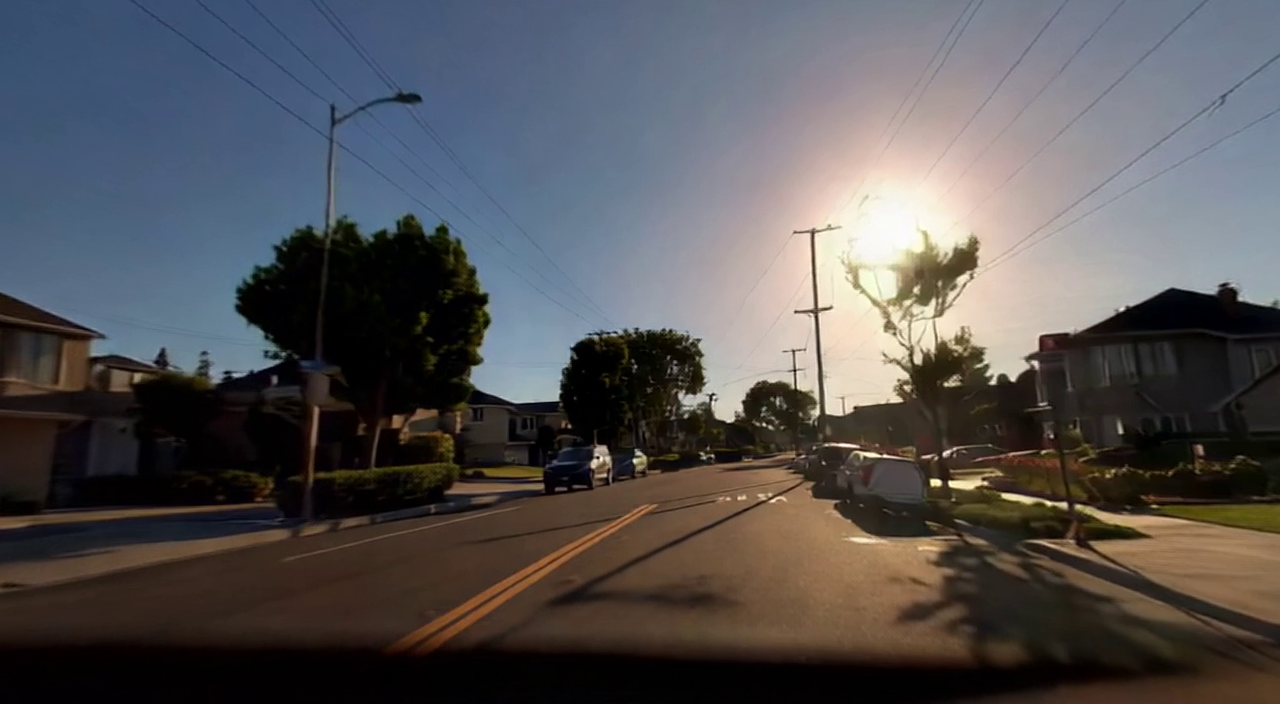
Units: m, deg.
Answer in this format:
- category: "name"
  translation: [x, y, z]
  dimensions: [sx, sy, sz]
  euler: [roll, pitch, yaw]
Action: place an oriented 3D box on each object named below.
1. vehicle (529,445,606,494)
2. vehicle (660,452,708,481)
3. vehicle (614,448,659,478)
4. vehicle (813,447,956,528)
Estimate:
- category: "vehicle"
  translation: [-2.909, 4.835, 26.312]
  dimensions: [2.027, 1.695, 4.437]
  euler: [-5, -9, 8]
- category: "vehicle"
  translation: [2.512, 6.271, 34.838]
  dimensions: [2.079, 1.441, 4.541]
  euler: [-2, -9, 11]
- category: "vehicle"
  translation: [-0.162, 7.377, 42.083]
  dimensions: [2.120, 1.799, 5.370]
  euler: [-2, -9, 9]
- category: "vehicle"
  translation: [5.202, 2.882, 14.137]
  dimensions: [2.014, 1.482, 4.599]
  euler: [-1, -9, 9]
